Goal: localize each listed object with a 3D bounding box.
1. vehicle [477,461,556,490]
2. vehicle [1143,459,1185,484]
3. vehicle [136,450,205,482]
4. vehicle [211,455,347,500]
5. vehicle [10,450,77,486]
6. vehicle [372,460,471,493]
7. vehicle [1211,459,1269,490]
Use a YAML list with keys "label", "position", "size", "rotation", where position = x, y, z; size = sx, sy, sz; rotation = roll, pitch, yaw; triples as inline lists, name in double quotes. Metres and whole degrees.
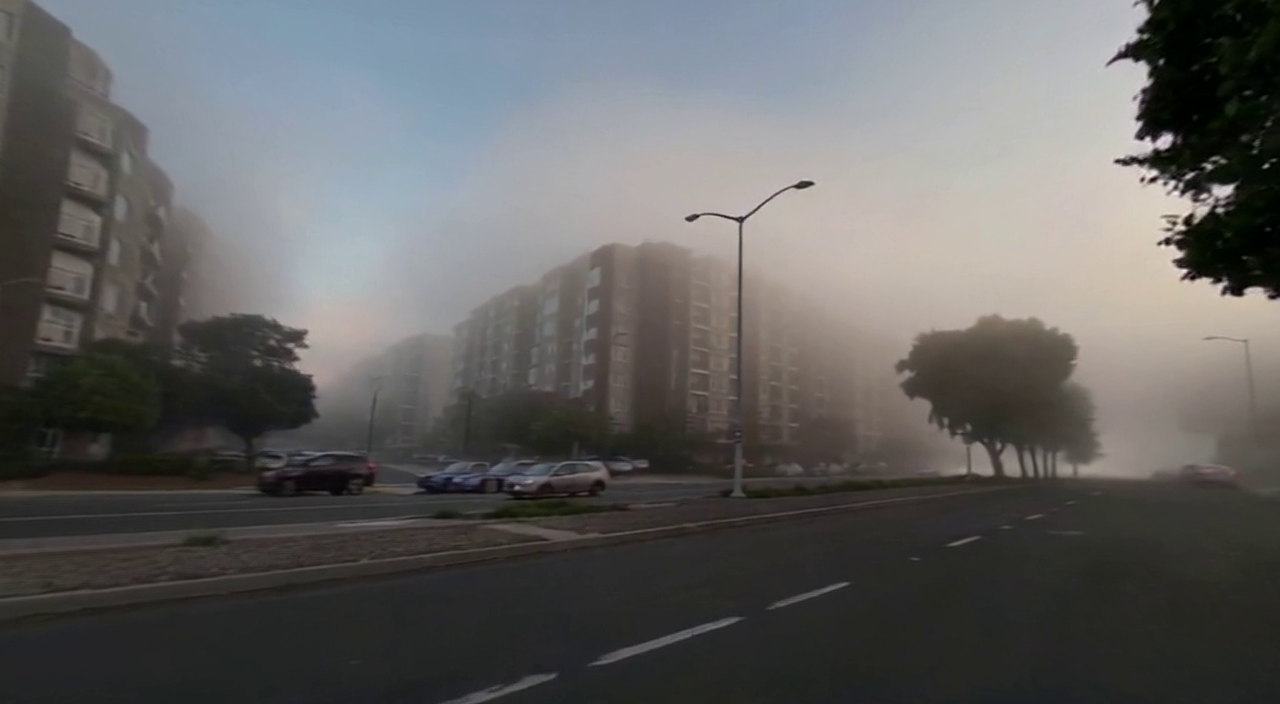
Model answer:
- label: "vehicle"
  position: [-7.265, 7.279, 37.408]
  size: [1.816, 1.496, 4.384]
  rotation: [-7, -11, 39]
- label: "vehicle"
  position: [40.841, 9.260, 49.079]
  size: [2.303, 1.741, 4.436]
  rotation: [-7, -11, 39]
- label: "vehicle"
  position: [-23.719, 5.717, 31.747]
  size: [4.020, 1.464, 1.886]
  rotation: [-7, -12, 41]
- label: "vehicle"
  position: [-15.708, 5.418, 27.645]
  size: [1.858, 1.739, 4.706]
  rotation: [-7, -12, 40]
- label: "vehicle"
  position: [-27.057, 5.186, 28.515]
  size: [3.975, 1.485, 1.908]
  rotation: [-8, -13, 44]
- label: "vehicle"
  position: [-10.908, 6.274, 31.781]
  size: [1.933, 1.479, 4.718]
  rotation: [-6, -12, 24]
- label: "vehicle"
  position: [40.796, 8.281, 42.893]
  size: [2.241, 1.877, 4.810]
  rotation: [-7, -11, 38]
